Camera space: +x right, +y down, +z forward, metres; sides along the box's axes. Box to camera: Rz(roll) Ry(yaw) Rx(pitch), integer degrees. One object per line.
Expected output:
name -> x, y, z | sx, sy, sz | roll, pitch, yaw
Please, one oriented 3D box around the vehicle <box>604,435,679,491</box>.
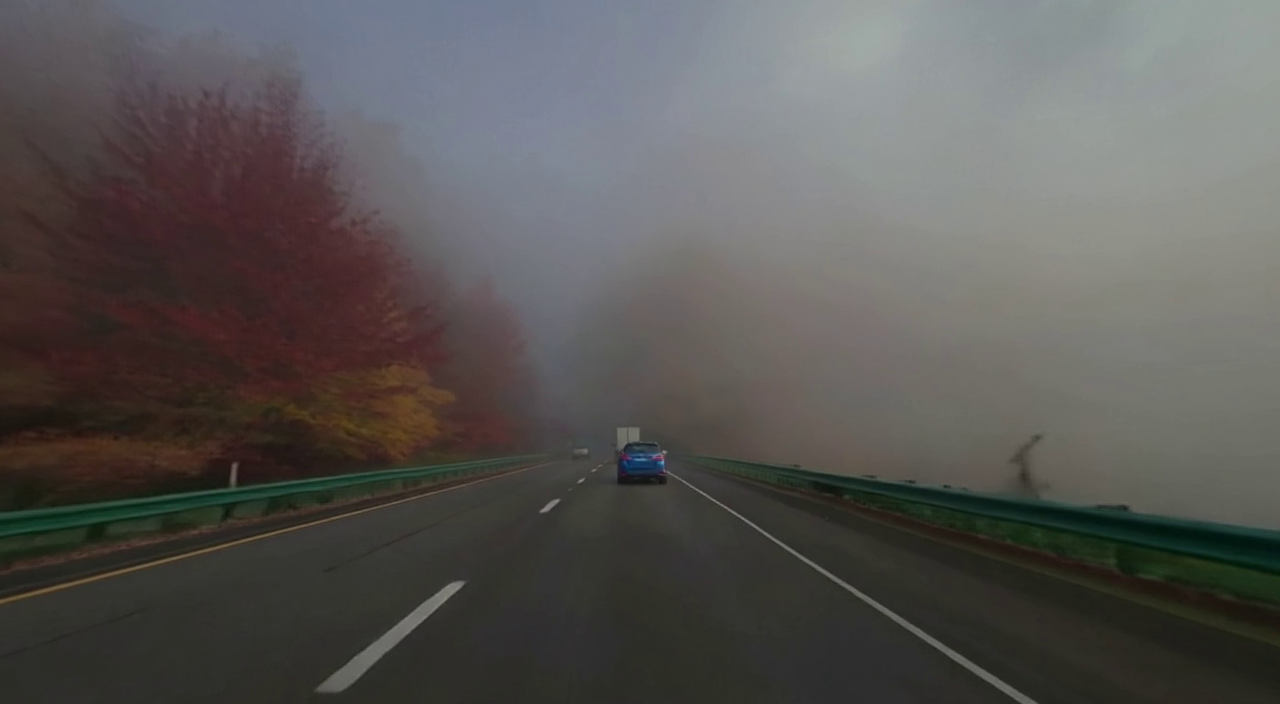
vehicle -> -0.006, 3.345, 19.332 | 2.057, 1.516, 4.065 | 0, -8, -2
